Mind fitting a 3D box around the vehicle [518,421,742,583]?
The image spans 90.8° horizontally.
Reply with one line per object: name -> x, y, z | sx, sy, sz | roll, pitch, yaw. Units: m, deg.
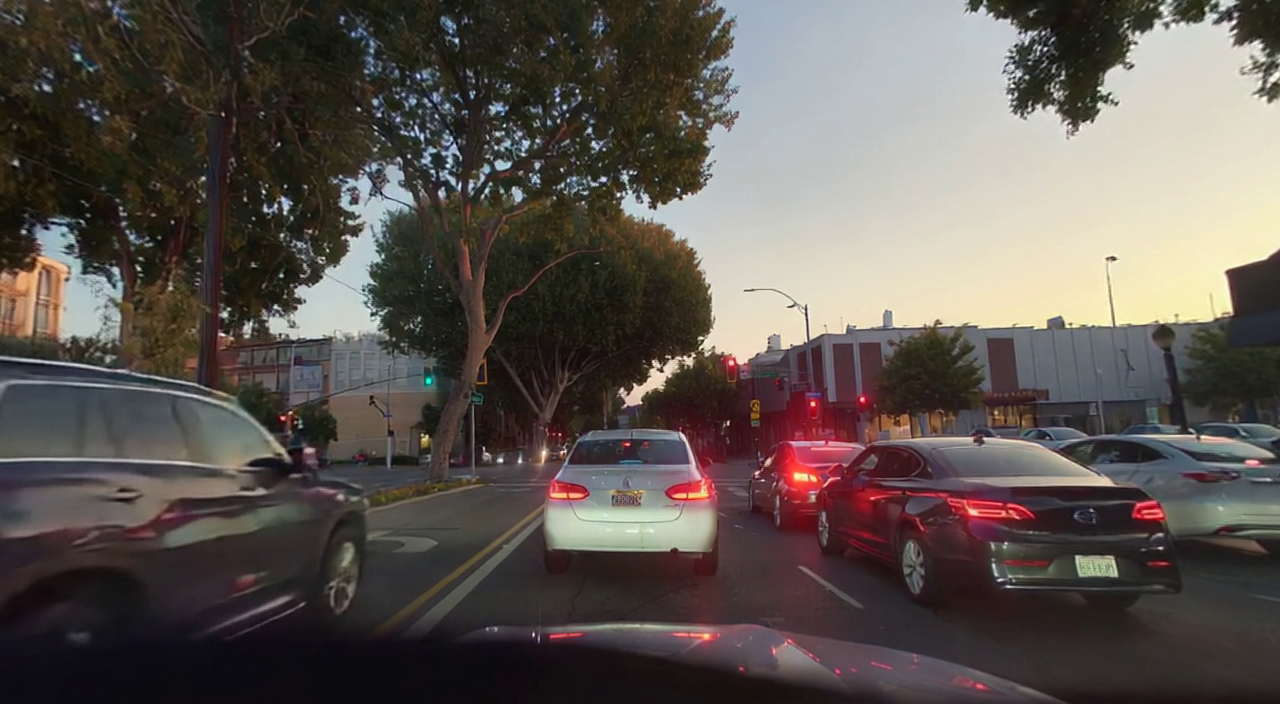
vehicle -> -0.128, 1.724, 8.069 | 2.118, 1.512, 4.013 | 0, -9, -1

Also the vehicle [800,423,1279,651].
vehicle -> 3.215, 1.543, 6.439 | 1.912, 1.454, 4.537 | 0, -9, -1

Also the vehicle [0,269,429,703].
vehicle -> -3.043, 0.887, 3.245 | 2.223, 1.840, 4.919 | 0, -9, 0
